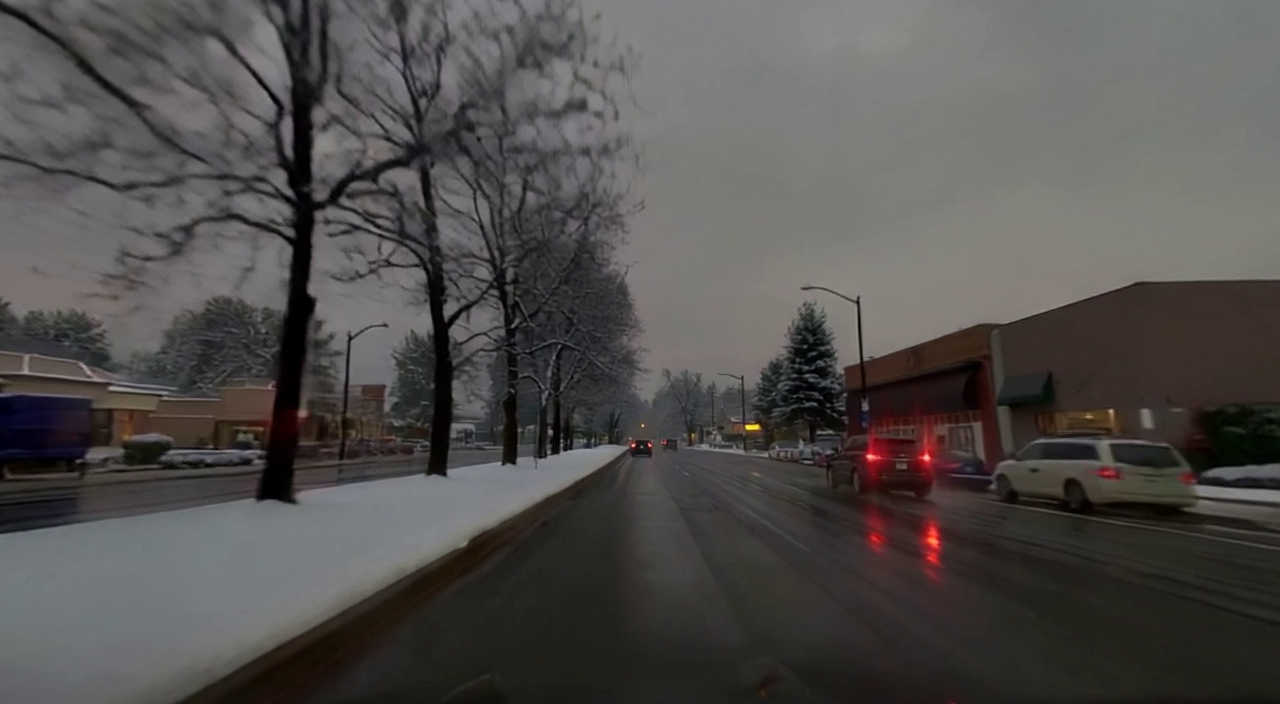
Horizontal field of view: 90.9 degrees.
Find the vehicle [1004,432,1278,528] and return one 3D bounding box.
[{"bbox_3d":[10.687,2.719,14.129,2.244,1.754,4.791,0,-8,1],"label":"vehicle"}]

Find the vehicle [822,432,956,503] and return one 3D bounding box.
[{"bbox_3d":[6.492,3.038,16.963,2.072,1.669,3.836,0,-8,1],"label":"vehicle"}]
